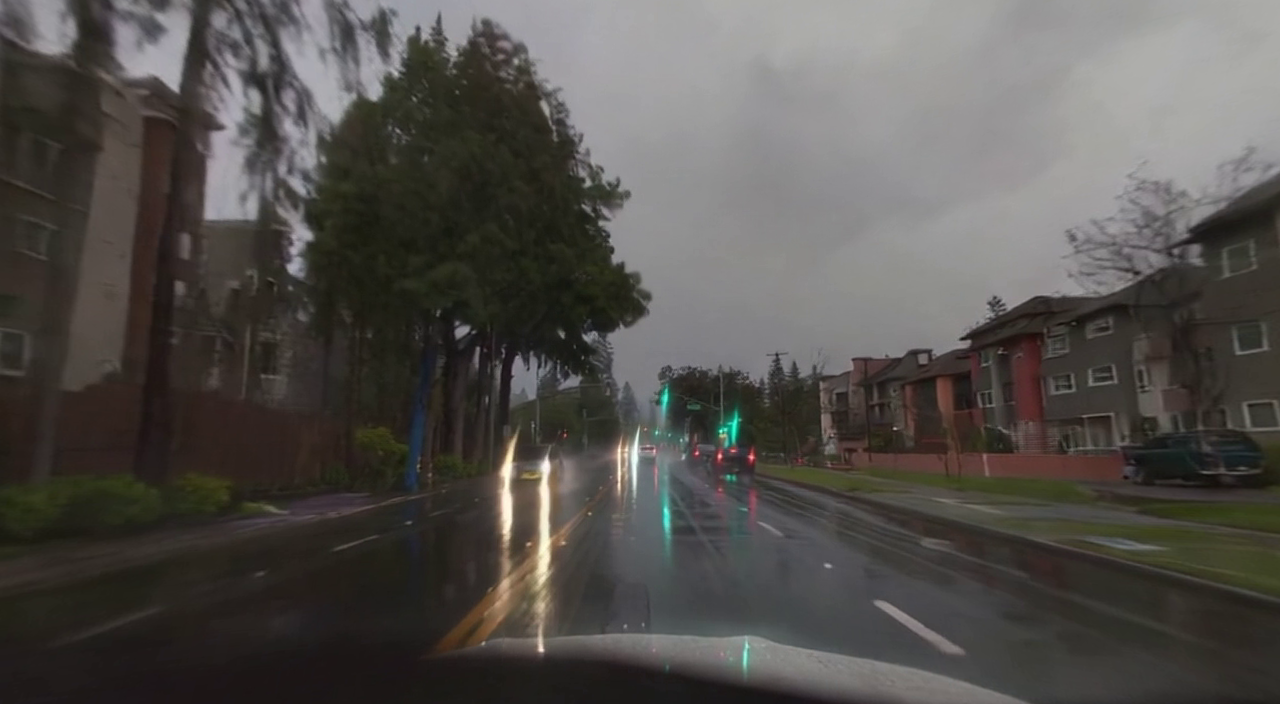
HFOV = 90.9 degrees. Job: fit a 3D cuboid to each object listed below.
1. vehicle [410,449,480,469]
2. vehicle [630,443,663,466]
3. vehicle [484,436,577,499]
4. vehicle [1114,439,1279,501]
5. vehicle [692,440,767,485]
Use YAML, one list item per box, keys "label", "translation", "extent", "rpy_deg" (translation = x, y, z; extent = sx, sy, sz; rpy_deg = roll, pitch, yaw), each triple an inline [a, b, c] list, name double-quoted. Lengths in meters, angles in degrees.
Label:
- label: "vehicle"
  translation: [-15.219, 8.331, 49.307]
  extent: [4.727, 1.483, 2.002]
  rpy_deg: [-1, -8, 3]
- label: "vehicle"
  translation: [0.370, 6.880, 42.460]
  extent: [2.097, 1.463, 4.043]
  rpy_deg: [0, -9, -1]
- label: "vehicle"
  translation: [-3.085, 3.343, 18.608]
  extent: [1.954, 1.618, 4.050]
  rpy_deg: [0, -9, 1]
- label: "vehicle"
  translation: [17.893, 3.735, 20.383]
  extent: [1.831, 1.778, 3.787]
  rpy_deg: [1, -9, -7]
- label: "vehicle"
  translation: [3.222, 4.077, 23.636]
  extent: [2.078, 1.488, 4.741]
  rpy_deg: [0, -8, 0]
